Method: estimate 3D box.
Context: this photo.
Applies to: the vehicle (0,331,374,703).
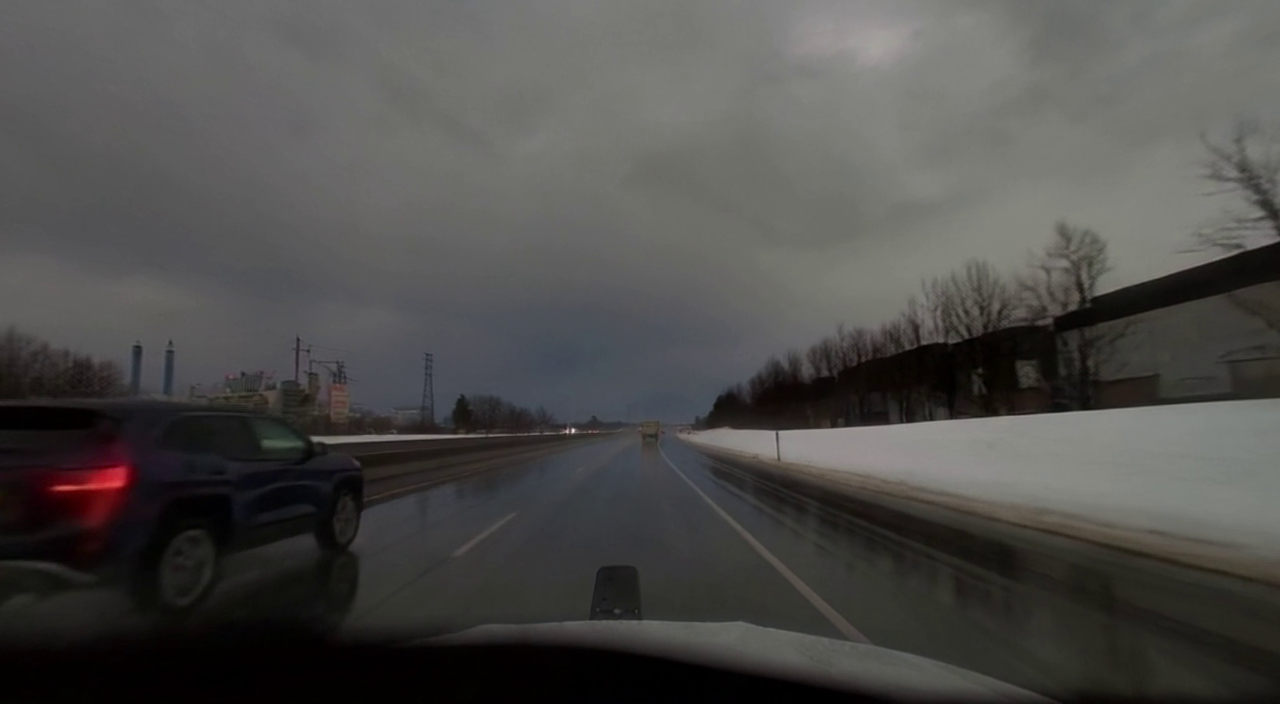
[{"bbox_3d":[-3.860,0.998,4.561,2.018,1.678,4.312,0,-8,-1],"label":"vehicle"}]
